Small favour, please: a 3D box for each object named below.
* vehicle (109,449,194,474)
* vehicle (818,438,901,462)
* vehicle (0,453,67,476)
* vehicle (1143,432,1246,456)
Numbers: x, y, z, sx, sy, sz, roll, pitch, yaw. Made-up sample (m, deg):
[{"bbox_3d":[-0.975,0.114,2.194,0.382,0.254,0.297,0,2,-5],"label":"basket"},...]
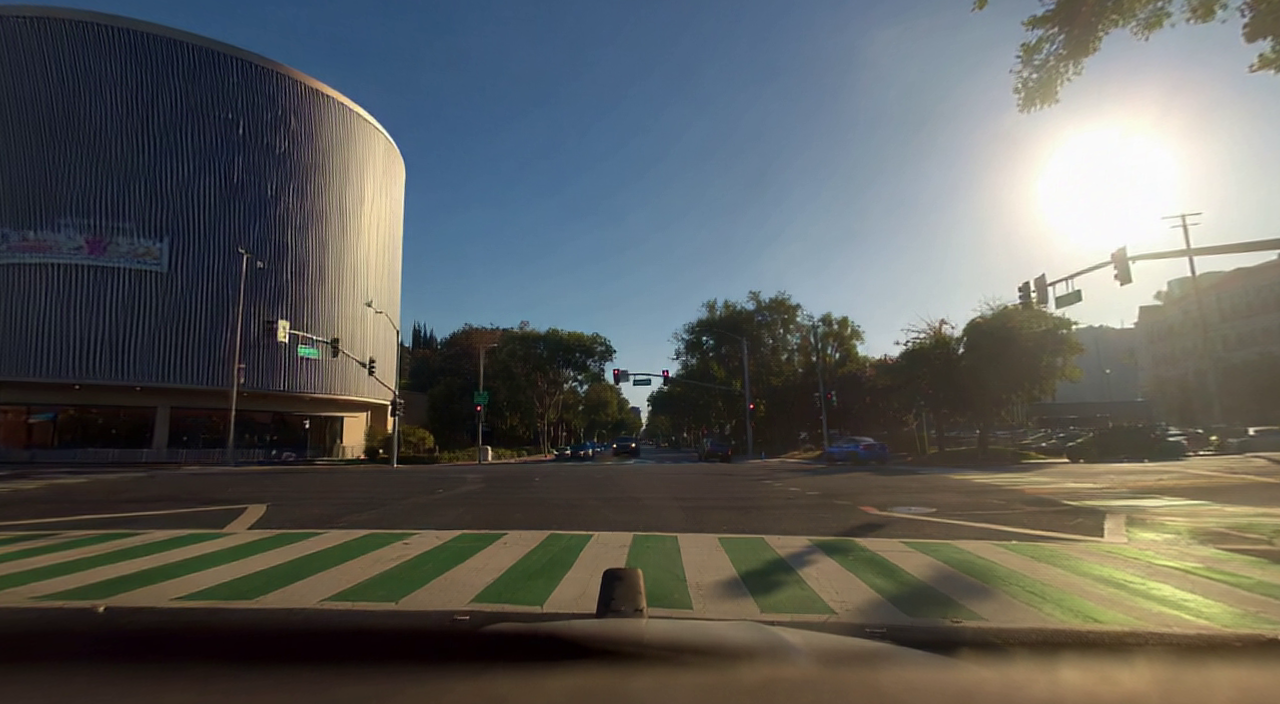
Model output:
[{"bbox_3d":[-33.072,7.404,42.751,4.136,1.661,1.857,0,-8,1],"label":"vehicle"},{"bbox_3d":[13.559,6.088,39.199,4.529,1.457,1.981,-1,-9,8],"label":"vehicle"},{"bbox_3d":[-41.656,7.636,42.764,3.698,1.467,1.779,0,-8,1],"label":"vehicle"},{"bbox_3d":[36.171,6.024,41.200,4.767,1.456,1.858,-1,-8,3],"label":"vehicle"}]
